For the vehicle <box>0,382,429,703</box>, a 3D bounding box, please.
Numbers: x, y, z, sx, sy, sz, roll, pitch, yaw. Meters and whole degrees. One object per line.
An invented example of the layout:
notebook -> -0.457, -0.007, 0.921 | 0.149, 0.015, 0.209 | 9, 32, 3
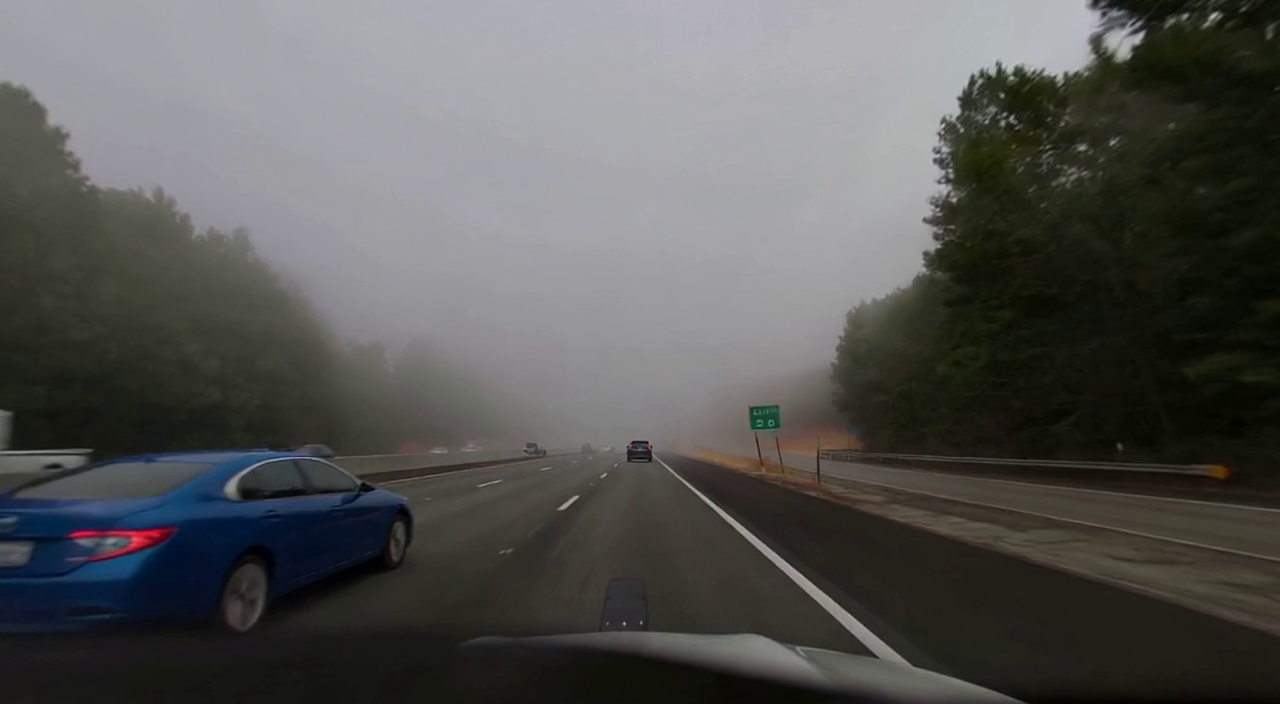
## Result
vehicle -> -3.494, 1.235, 4.522 | 2.139, 1.589, 5.102 | -1, -8, 1

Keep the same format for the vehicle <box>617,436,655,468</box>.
vehicle -> -0.216, 6.359, 40.276 | 2.309, 1.915, 5.130 | 0, -8, 1
